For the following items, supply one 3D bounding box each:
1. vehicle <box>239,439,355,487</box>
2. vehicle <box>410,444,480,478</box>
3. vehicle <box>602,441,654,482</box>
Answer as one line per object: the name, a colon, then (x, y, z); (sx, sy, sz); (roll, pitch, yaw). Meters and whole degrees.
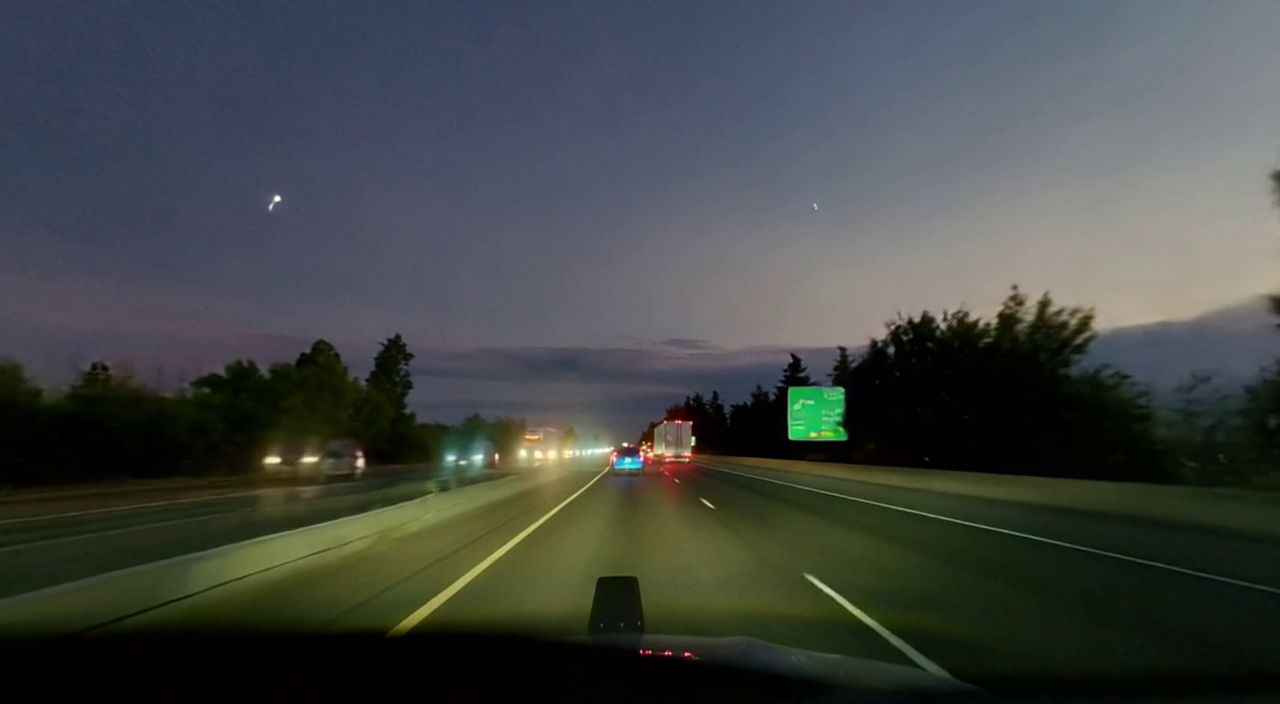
vehicle: (-12.456, 4.041, 23.260); (1.893, 1.583, 4.236); (0, -9, 0)
vehicle: (-9.209, 5.182, 30.220); (1.985, 1.493, 4.492); (0, -9, -1)
vehicle: (-0.545, 5.008, 29.050); (2.190, 1.706, 4.062); (0, -9, -1)
